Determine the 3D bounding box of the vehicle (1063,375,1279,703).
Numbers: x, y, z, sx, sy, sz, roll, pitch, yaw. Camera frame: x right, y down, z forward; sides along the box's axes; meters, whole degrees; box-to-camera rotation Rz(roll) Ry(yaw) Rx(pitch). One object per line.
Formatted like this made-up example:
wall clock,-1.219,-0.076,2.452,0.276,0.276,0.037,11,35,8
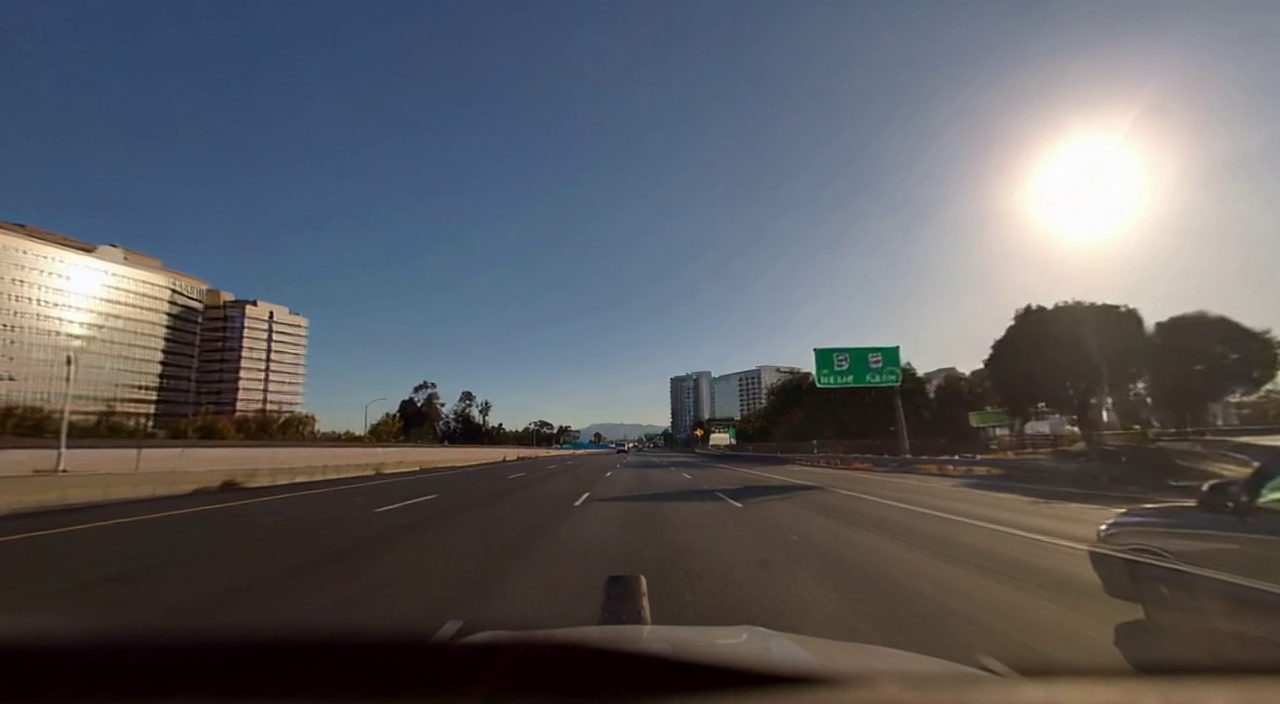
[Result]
vehicle,3.788,0.709,1.508,2.071,1.560,4.983,0,-8,0
